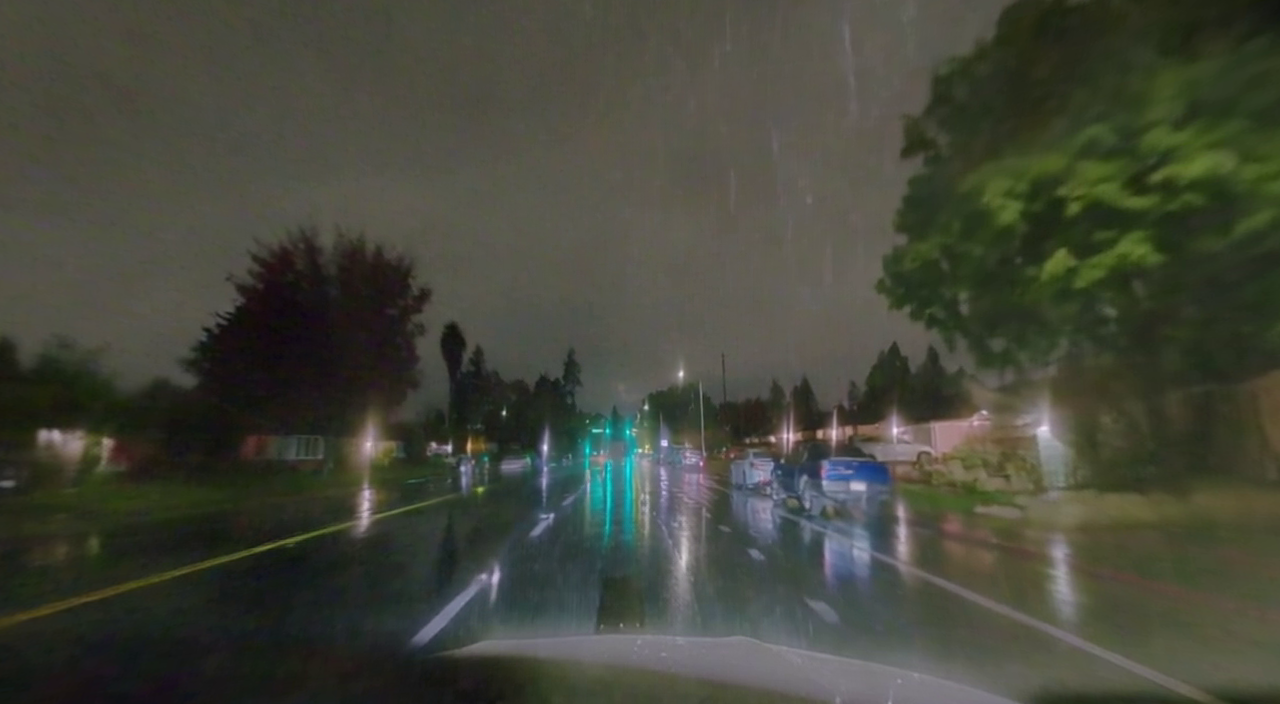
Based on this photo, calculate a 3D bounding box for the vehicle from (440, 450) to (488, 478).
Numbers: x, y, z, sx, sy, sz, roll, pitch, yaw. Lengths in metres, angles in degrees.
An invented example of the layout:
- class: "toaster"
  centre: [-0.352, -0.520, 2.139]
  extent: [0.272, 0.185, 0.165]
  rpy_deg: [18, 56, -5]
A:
- class: "vehicle"
  centre: [-11.616, 7.411, 42.023]
  extent: [2.091, 1.717, 4.392]
  rpy_deg: [0, -9, -3]

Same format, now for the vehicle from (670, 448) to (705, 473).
- class: "vehicle"
  centre: [3.330, 7.696, 45.042]
  extent: [2.007, 1.657, 4.362]
  rpy_deg: [0, -9, -2]

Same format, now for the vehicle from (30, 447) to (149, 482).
- class: "vehicle"
  centre: [-29.259, 5.977, 33.695]
  extent: [4.330, 1.760, 2.044]
  rpy_deg: [0, -9, -1]

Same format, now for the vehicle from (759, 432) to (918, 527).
- class: "vehicle"
  centre: [4.062, 2.685, 13.844]
  extent: [1.915, 1.715, 4.451]
  rpy_deg: [0, -9, -1]
